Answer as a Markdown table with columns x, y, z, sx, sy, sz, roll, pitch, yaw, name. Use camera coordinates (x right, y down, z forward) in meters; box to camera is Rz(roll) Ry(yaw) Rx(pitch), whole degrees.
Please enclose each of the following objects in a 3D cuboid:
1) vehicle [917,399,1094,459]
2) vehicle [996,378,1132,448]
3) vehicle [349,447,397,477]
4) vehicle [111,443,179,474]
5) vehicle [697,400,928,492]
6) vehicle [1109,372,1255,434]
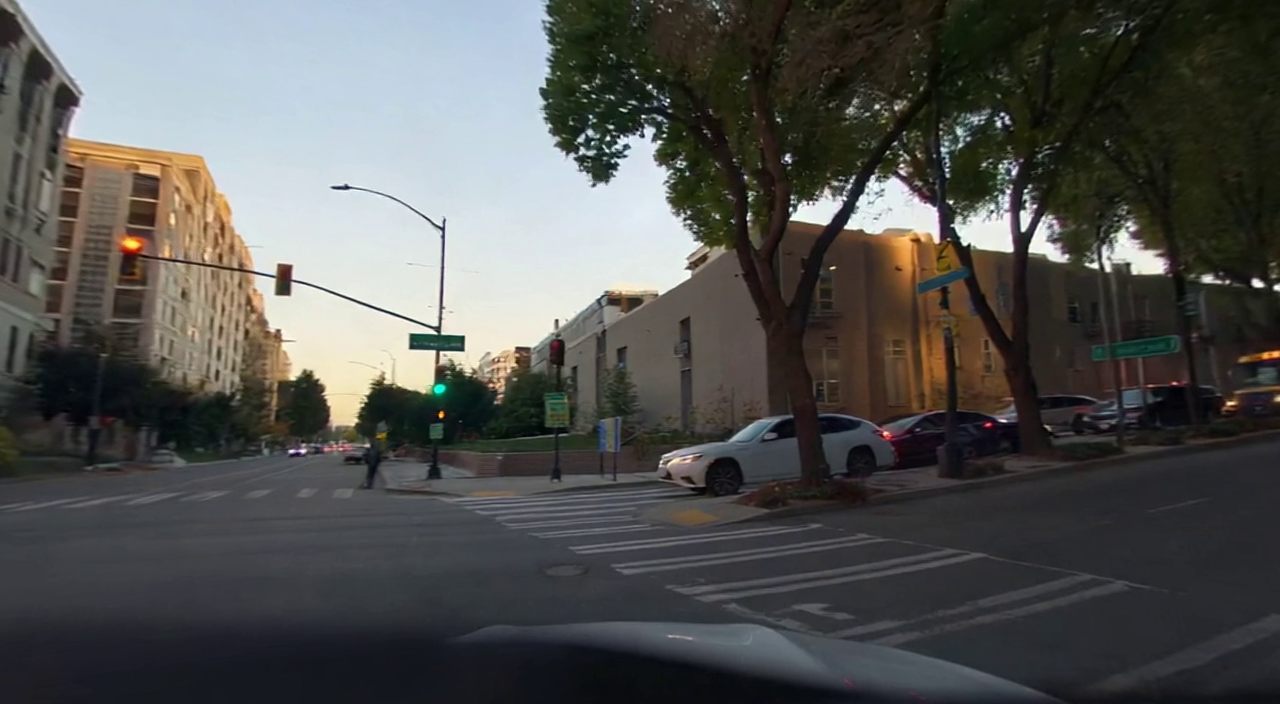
| x | y | z | sx | sy | sz | roll | pitch | yaw | name |
| --- | --- | --- | --- | --- | --- | --- | --- | --- | --- |
| 10.144 | 2.196 | 17.512 | 4.628 | 1.488 | 1.826 | 4 | -10 | -25 | vehicle |
| 15.805 | 2.316 | 23.498 | 4.615 | 1.819 | 2.109 | 12 | -10 | -24 | vehicle |
| -14.043 | 5.728 | 33.117 | 2.037 | 1.489 | 4.077 | 4 | -10 | -25 | vehicle |
| -26.876 | 5.792 | 34.454 | 2.072 | 1.557 | 4.324 | 5 | -10 | -28 | vehicle |
| 3.929 | 2.144 | 14.401 | 4.841 | 1.798 | 2.053 | 4 | -10 | -25 | vehicle |
| 18.871 | 1.856 | 22.009 | 4.599 | 1.855 | 1.988 | 4 | -10 | -25 | vehicle |
